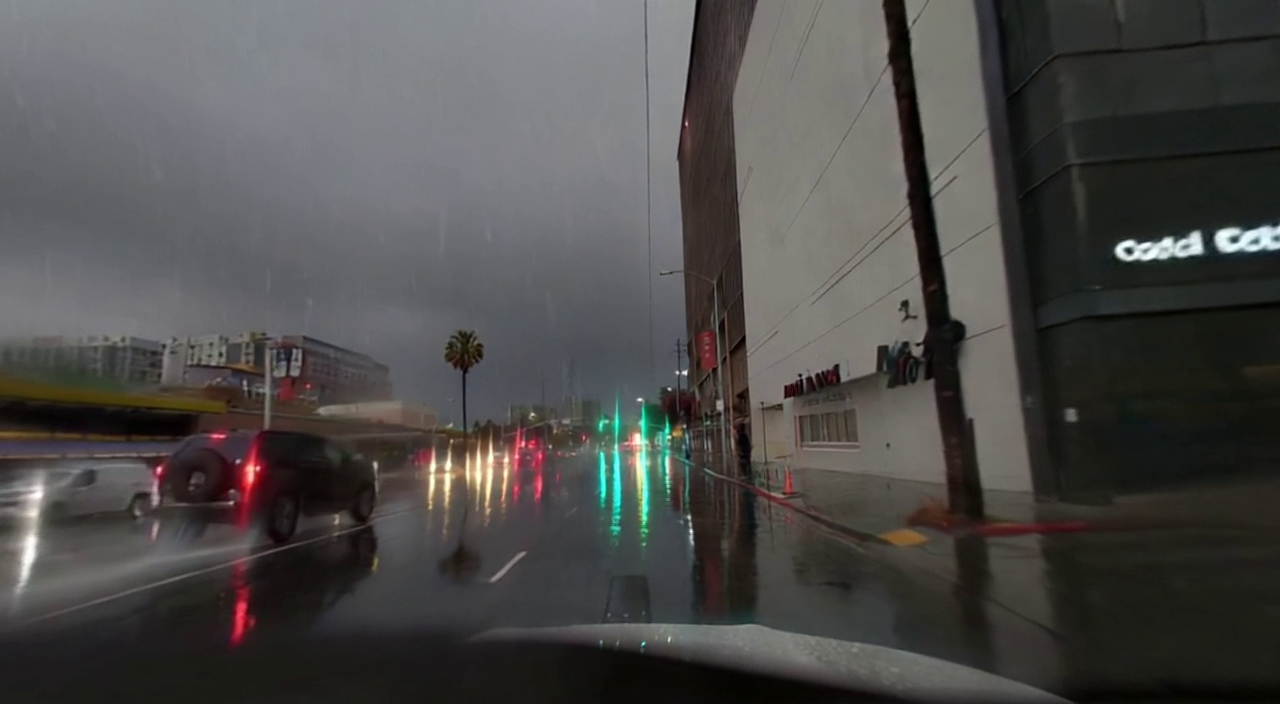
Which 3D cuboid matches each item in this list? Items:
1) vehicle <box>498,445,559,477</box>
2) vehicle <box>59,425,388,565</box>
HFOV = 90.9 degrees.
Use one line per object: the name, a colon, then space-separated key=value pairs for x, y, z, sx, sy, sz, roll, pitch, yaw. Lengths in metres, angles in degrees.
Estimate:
vehicle: x=-5.412 y=5.363 z=31.328 sx=2.030 sy=1.488 sz=4.650 roll=-1 pitch=-9 yaw=2
vehicle: x=-6.116 y=2.124 z=10.220 sx=2.007 sy=1.698 sz=4.759 roll=0 pitch=-9 yaw=1
